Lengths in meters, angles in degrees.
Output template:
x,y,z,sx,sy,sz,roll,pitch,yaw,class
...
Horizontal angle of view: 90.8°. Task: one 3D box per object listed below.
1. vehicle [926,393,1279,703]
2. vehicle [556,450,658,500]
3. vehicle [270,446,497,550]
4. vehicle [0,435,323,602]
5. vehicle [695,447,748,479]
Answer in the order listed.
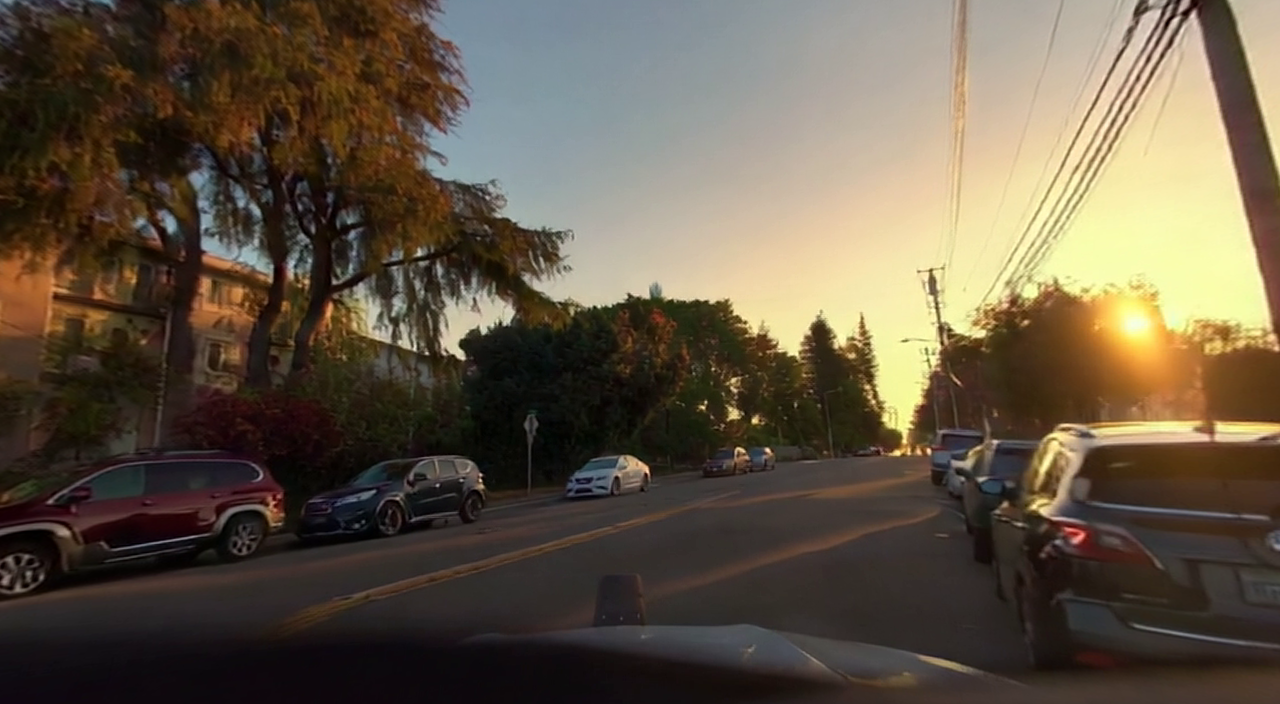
x,y,z,sx,sy,sz,roll,pitch,yaw,class
3.151,1.225,4.356,2.030,1.535,4.683,-4,-9,23,vehicle
-1.180,4.835,24.923,2.017,1.582,4.664,-11,-14,22,vehicle
-5.403,3.129,14.054,2.068,1.745,4.579,-10,-12,19,vehicle
-7.481,2.331,9.214,1.973,1.848,5.100,-11,-12,19,vehicle
5.105,6.763,38.931,2.011,1.801,4.676,-4,-9,23,vehicle
